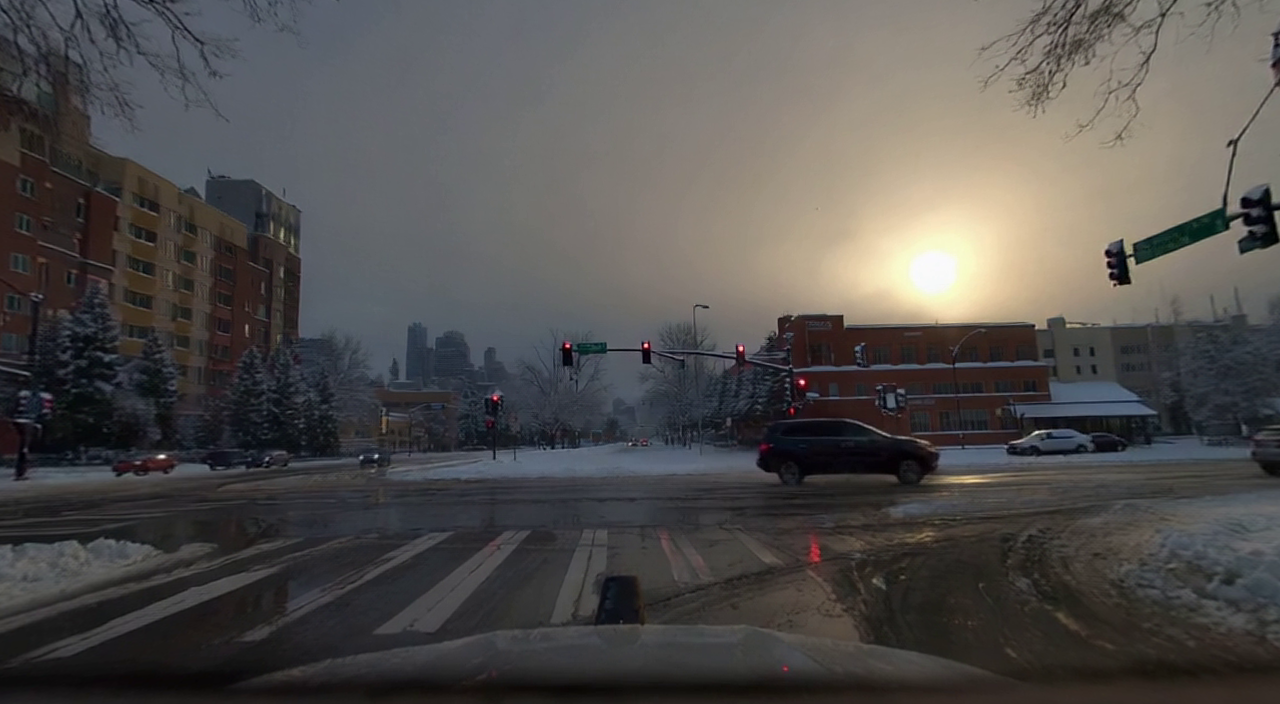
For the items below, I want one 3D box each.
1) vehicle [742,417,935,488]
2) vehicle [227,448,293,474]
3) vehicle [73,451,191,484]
[{"bbox_3d":[6.046,3.093,19.610,5.310,1.972,2.223,-3,-9,19],"label":"vehicle"},{"bbox_3d":[-26.341,7.562,43.964,1.889,1.662,4.319,0,-9,0],"label":"vehicle"},{"bbox_3d":[-27.482,6.230,34.412,2.135,1.637,4.582,-2,-9,10],"label":"vehicle"}]
